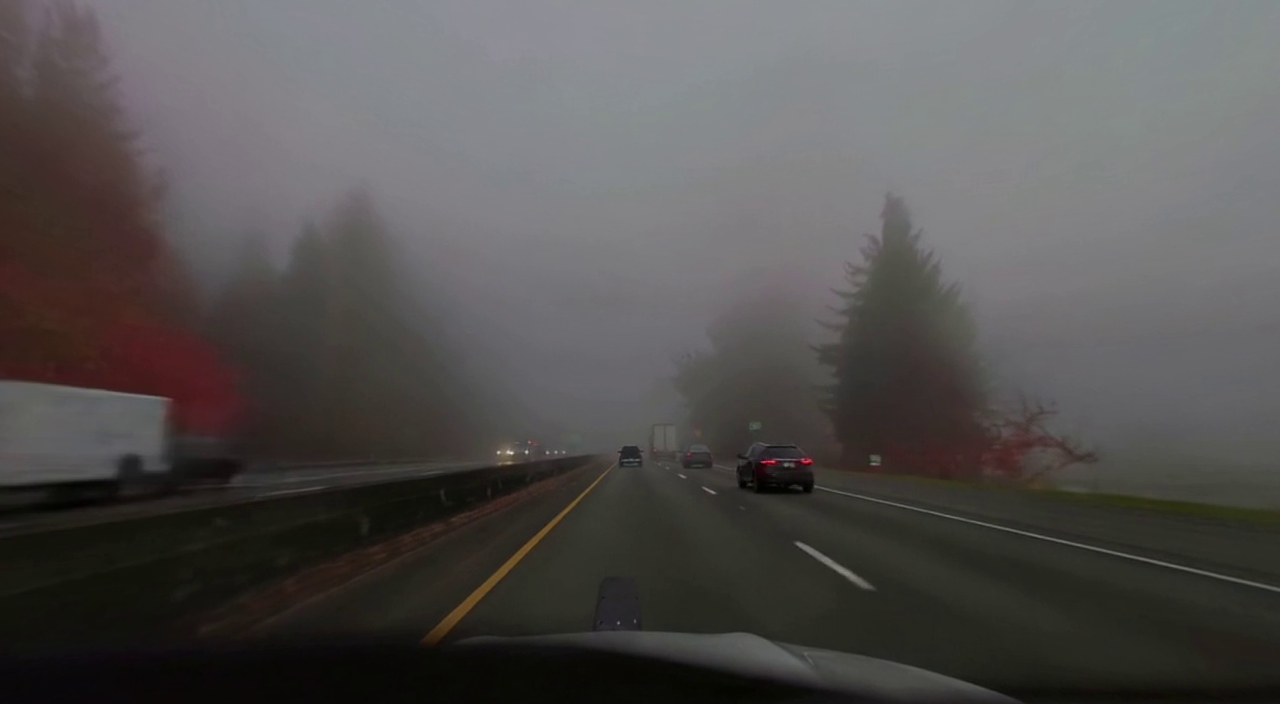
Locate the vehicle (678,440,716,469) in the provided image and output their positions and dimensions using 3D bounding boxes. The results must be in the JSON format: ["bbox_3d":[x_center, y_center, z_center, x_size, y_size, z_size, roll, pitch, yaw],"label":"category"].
[{"bbox_3d":[3.652,6.687,40.941,1.982,1.745,4.151,0,-9,-1],"label":"vehicle"}]

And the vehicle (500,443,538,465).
[{"bbox_3d":[-8.852,7.499,46.312,1.918,1.511,4.549,0,-9,0],"label":"vehicle"}]

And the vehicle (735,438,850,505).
[{"bbox_3d":[3.810,3.057,16.423,1.968,1.513,3.911,0,-9,0],"label":"vehicle"}]

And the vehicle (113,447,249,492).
[{"bbox_3d":[-13.205,3.367,18.265,1.642,1.108,3.052,-2,-8,0],"label":"vehicle"}]

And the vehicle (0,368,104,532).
[{"bbox_3d":[-8.759,0.987,6.212,2.244,1.935,5.210,0,-9,0],"label":"vehicle"}]

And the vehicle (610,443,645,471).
[{"bbox_3d":[-0.828,6.757,40.647,2.151,1.693,4.201,0,-9,-1],"label":"vehicle"}]
